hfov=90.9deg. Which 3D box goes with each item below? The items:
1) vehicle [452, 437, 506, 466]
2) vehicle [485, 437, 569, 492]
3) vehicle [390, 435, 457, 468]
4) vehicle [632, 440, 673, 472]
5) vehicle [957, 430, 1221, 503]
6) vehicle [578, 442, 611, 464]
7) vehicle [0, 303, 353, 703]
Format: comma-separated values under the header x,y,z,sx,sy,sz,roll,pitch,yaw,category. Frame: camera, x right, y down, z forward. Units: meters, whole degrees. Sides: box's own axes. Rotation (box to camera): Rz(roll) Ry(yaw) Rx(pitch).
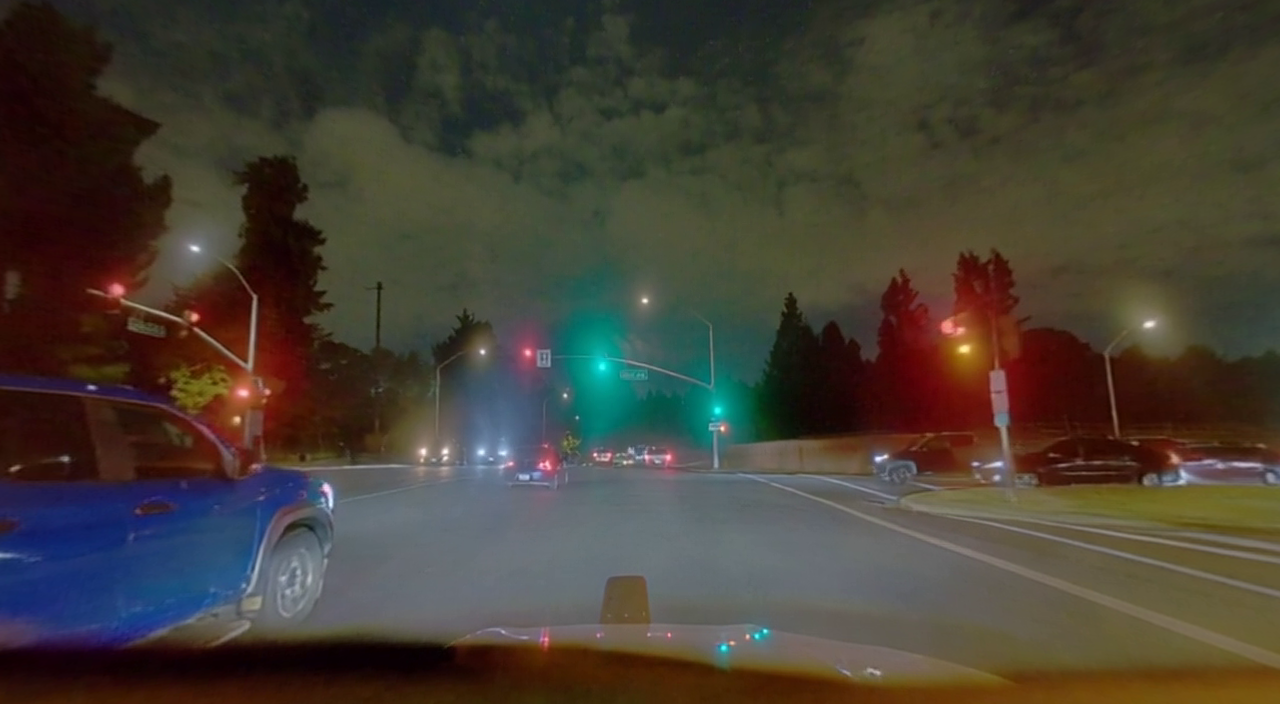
x,y,z,sx,sy,sz,roll,pitch,yaw,category
-9.905,6.143,39.164,1.990,1.658,4.569,0,-8,1,vehicle
-3.379,3.423,19.548,1.960,1.528,3.490,0,-8,0,vehicle
-13.461,6.189,39.569,2.039,1.904,5.701,0,-8,2,vehicle
0.665,5.818,35.394,2.163,1.678,3.846,0,-8,0,vehicle
10.933,2.861,15.664,4.875,1.473,2.077,-2,-11,-1,vehicle
-3.178,7.143,44.851,2.013,1.474,4.393,0,-8,1,vehicle
-3.138,0.740,2.047,2.190,1.766,4.649,0,-8,0,vehicle
